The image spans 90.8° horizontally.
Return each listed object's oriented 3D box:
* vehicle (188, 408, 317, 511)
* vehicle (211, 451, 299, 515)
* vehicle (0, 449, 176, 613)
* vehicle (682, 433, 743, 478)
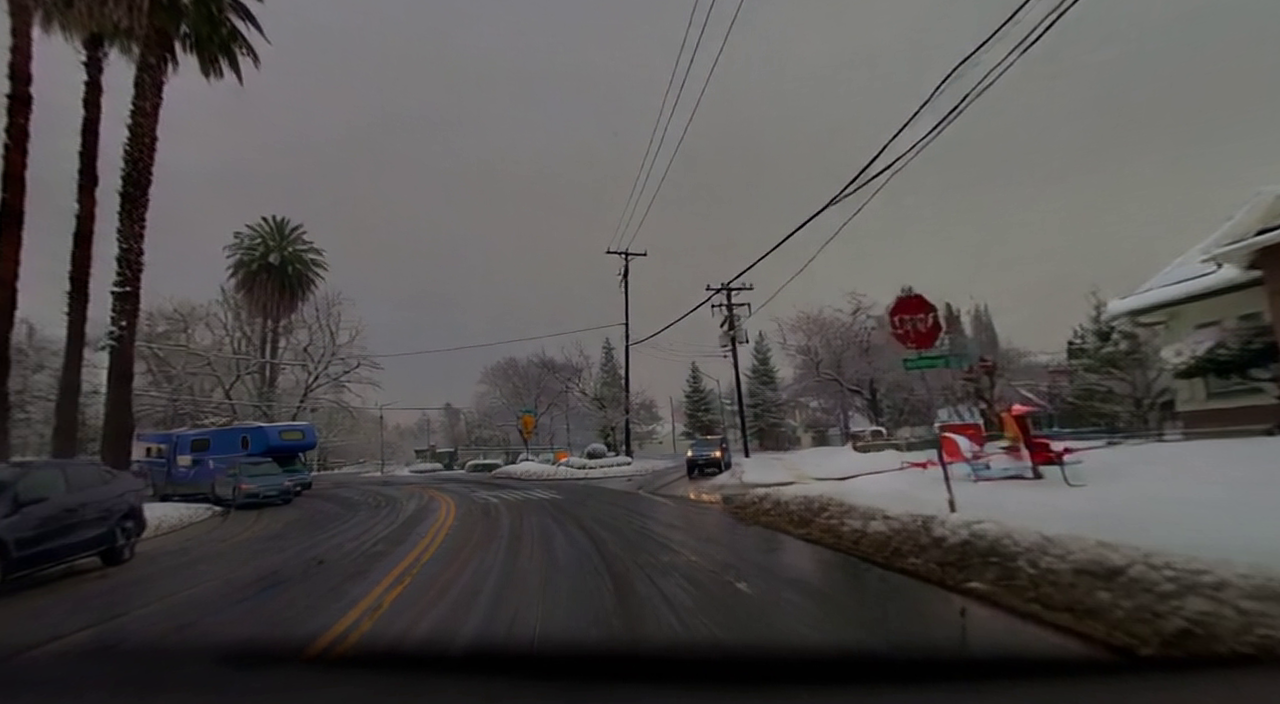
[{"bbox_3d":[-17.766,4.611,28.424,3.216,3.720,11.364,4,-9,-39],"label":"vehicle"},{"bbox_3d":[-12.306,4.097,20.418,2.103,1.599,4.865,3,-8,-29],"label":"vehicle"},{"bbox_3d":[-7.921,2.053,7.744,2.085,1.545,4.340,1,-7,-15],"label":"vehicle"},{"bbox_3d":[3.420,5.009,31.179,2.508,1.887,5.930,-1,-7,2],"label":"vehicle"}]
